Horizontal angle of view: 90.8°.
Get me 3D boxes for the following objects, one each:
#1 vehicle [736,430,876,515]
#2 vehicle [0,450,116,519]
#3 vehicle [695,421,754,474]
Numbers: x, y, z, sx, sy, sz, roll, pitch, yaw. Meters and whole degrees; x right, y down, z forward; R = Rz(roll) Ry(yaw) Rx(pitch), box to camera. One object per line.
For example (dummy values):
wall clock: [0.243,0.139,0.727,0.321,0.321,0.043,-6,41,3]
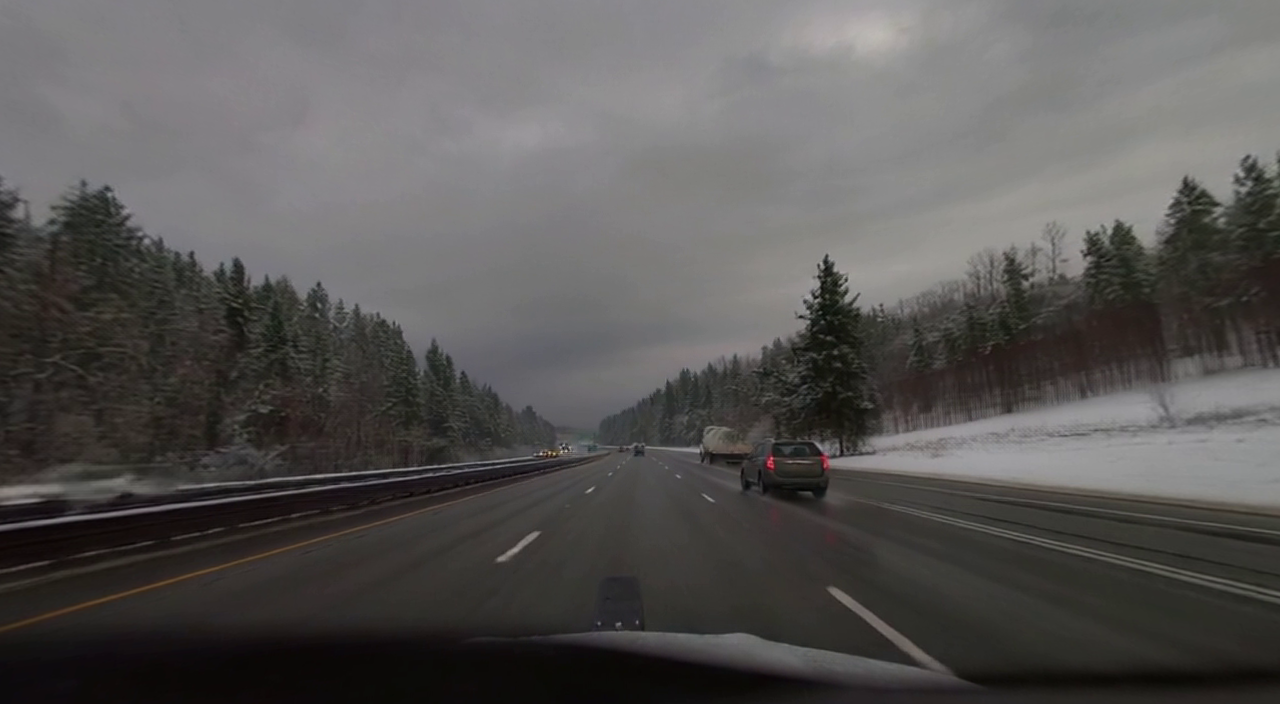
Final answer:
vehicle: [3.497,2.628,14.159,2.019,1.601,3.953,0,-9,0]
vehicle: [-15.075,3.032,14.616,1.844,1.502,4.706,0,-9,-1]
vehicle: [4.351,5.071,33.477,2.300,2.564,5.643,0,-9,-1]
